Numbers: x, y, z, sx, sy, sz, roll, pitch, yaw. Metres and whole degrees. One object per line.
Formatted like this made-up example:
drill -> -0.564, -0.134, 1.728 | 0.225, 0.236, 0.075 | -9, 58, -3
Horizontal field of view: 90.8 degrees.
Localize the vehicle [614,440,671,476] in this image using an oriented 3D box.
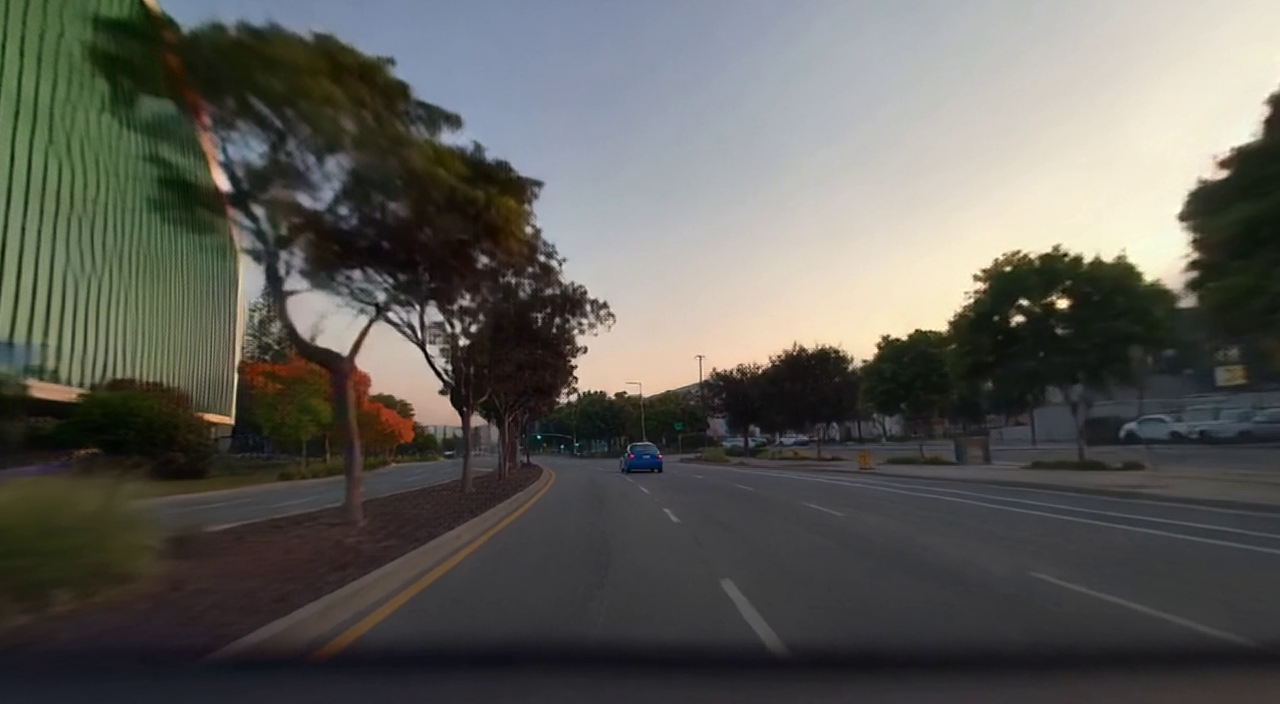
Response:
vehicle -> 0.034, 5.248, 31.527 | 2.165, 1.633, 4.381 | 1, -9, -8
